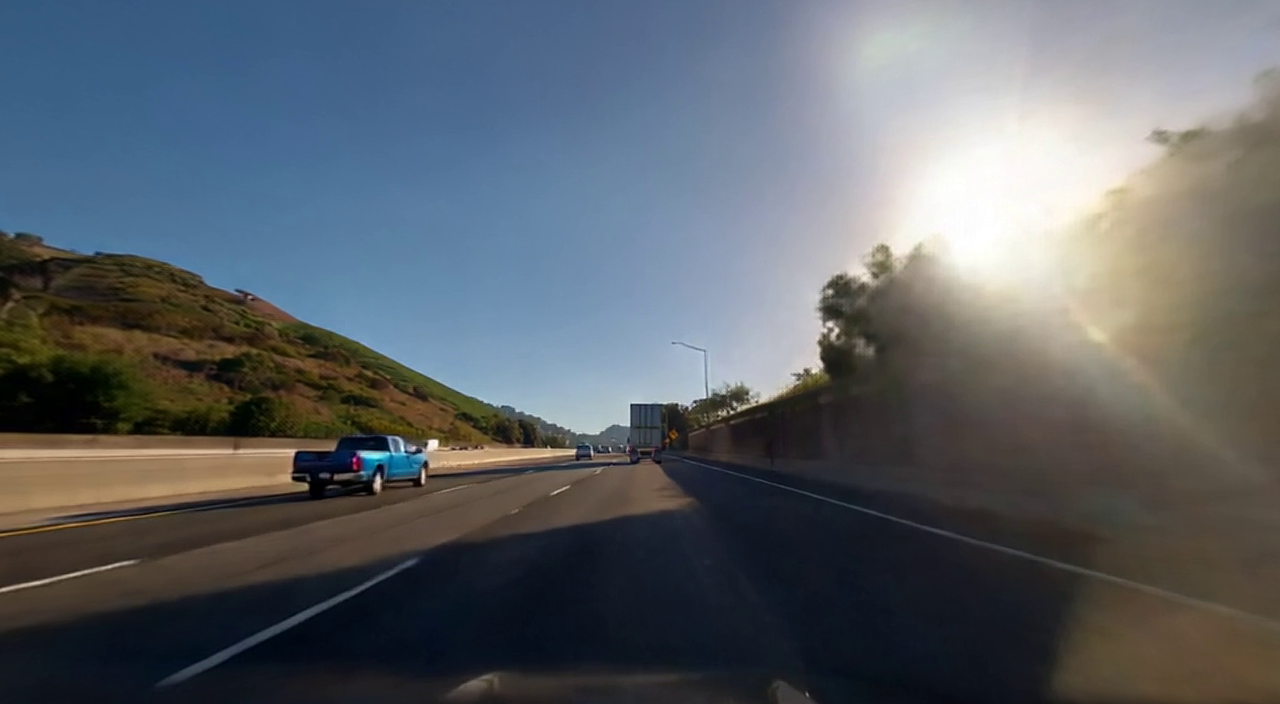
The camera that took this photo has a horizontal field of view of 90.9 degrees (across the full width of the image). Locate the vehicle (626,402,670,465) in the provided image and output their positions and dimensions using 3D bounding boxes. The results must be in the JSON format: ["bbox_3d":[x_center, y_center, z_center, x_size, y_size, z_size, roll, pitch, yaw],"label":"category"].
[{"bbox_3d":[0.623,6.582,49.841,2.951,4.229,15.519,0,-8,1],"label":"vehicle"}]

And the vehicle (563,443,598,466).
[{"bbox_3d":[-4.230,7.374,45.554,1.983,1.508,4.060,0,-8,2],"label":"vehicle"}]

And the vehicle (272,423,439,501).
[{"bbox_3d":[-7.695,3.039,17.855,2.113,1.837,5.339,0,-8,1],"label":"vehicle"}]
